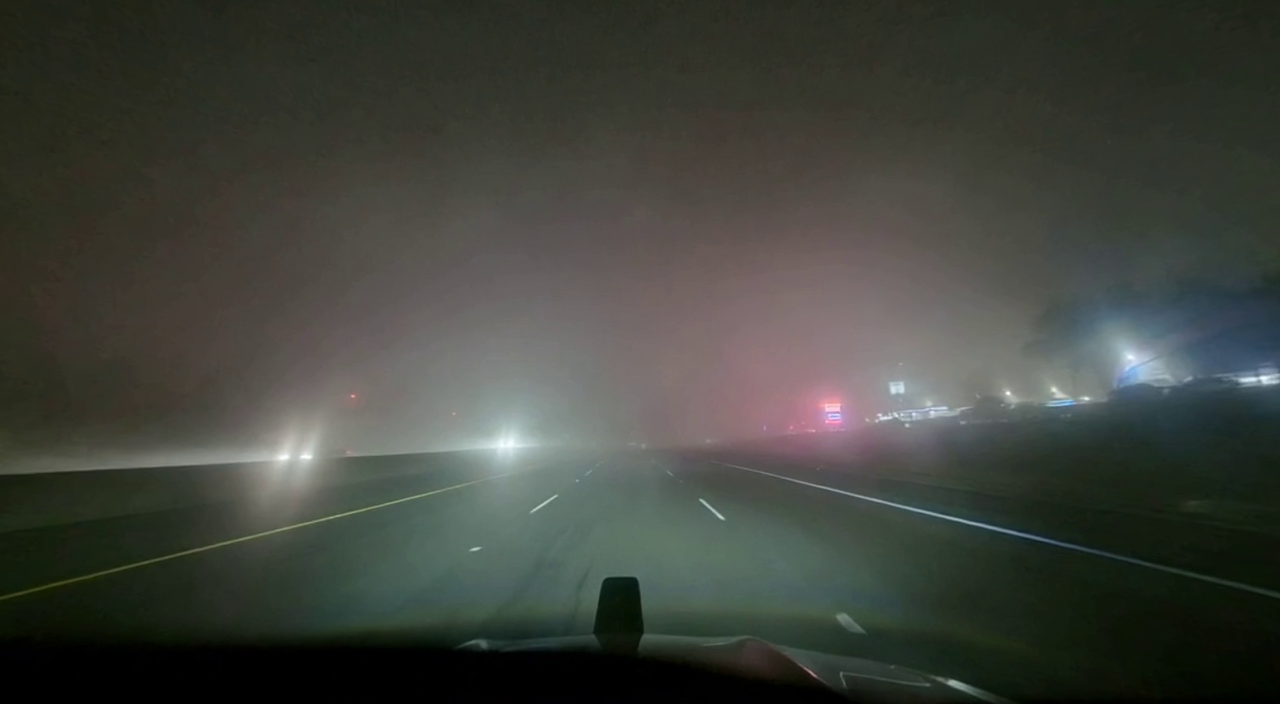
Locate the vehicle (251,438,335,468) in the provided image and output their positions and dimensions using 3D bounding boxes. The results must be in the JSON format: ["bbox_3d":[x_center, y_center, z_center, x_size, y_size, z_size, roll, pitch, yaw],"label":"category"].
[{"bbox_3d":[-18.843,5.514,34.472,1.912,1.521,4.726,0,-9,0],"label":"vehicle"}]
